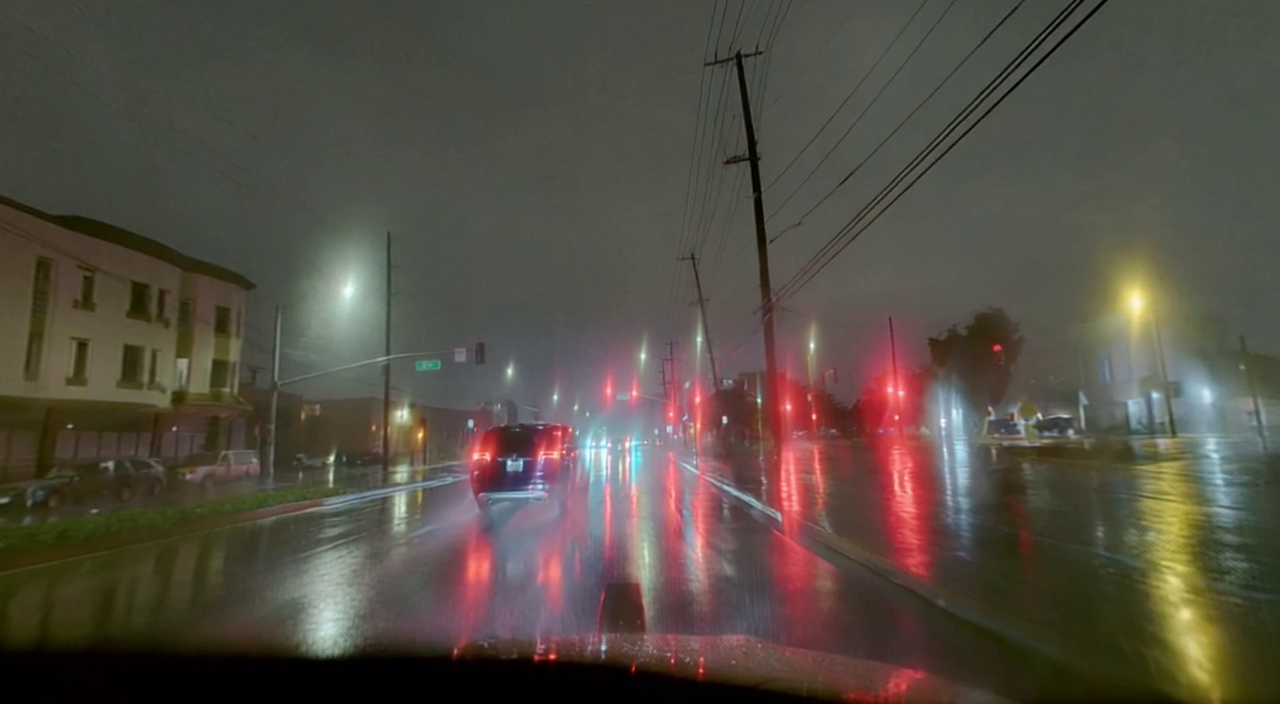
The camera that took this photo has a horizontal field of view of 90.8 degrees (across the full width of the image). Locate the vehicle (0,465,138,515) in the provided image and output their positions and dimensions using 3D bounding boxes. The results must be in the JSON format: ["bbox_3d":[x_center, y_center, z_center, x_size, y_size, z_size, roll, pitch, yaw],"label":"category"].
[{"bbox_3d":[-20.206,4.710,22.023,1.790,1.415,4.450,0,-9,-1],"label":"vehicle"}]

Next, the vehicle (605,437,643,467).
[{"bbox_3d":[-0.915,5.956,37.722,2.144,1.681,3.855,0,-9,0],"label":"vehicle"}]

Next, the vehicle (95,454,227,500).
[{"bbox_3d":[-20.110,5.217,26.807,1.989,1.689,4.388,0,-9,2],"label":"vehicle"}]

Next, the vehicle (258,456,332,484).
[{"bbox_3d":[-20.116,6.875,37.072,1.826,1.430,4.426,0,-9,0],"label":"vehicle"}]

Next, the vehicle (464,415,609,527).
[{"bbox_3d":[-1.746,2.199,12.127,2.022,1.757,4.041,0,-9,1],"label":"vehicle"}]
